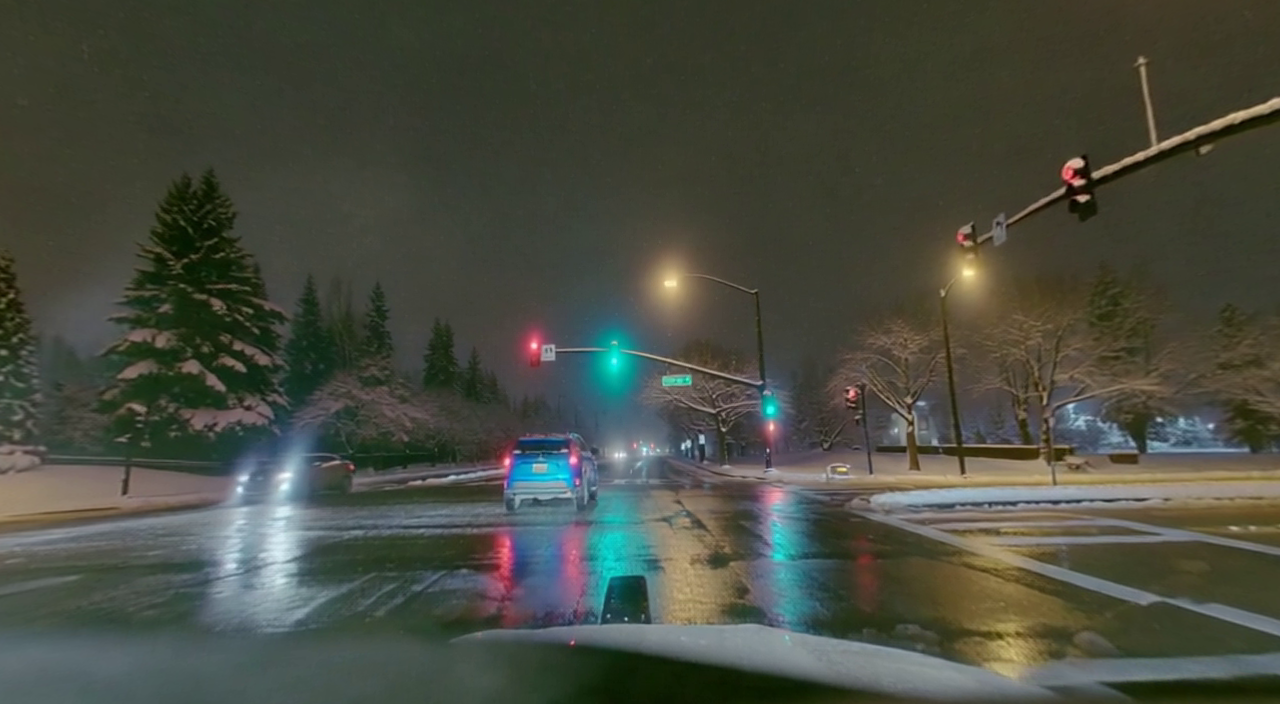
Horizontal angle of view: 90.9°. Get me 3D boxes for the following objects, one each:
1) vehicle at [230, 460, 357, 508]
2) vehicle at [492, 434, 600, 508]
[{"bbox_3d":[-12.264,4.671,22.697,1.980,1.452,4.318,-1,-8,2],"label":"vehicle"},{"bbox_3d":[-2.439,3.234,17.660,2.123,1.799,4.425,-1,-8,3],"label":"vehicle"}]
